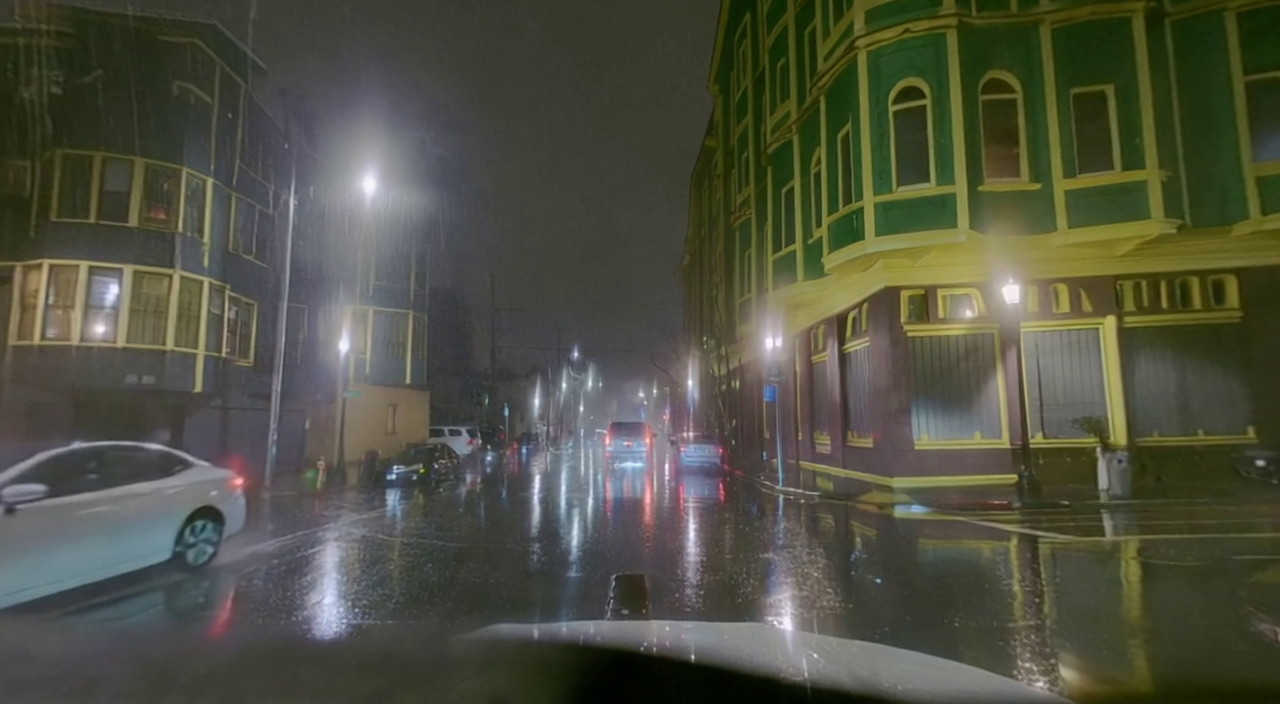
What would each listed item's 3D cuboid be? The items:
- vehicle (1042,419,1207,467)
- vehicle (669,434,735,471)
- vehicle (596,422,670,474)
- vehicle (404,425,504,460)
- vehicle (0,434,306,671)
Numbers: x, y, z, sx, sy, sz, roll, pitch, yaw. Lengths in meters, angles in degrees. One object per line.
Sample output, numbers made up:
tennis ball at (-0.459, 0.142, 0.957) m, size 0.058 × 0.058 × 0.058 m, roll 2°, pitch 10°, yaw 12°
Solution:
vehicle at (15.360, 2.917, 20.142) m, size 3.752 × 1.453 × 1.709 m, roll 0°, pitch -9°, yaw 2°
vehicle at (2.548, 4.298, 27.078) m, size 2.290 × 1.456 × 4.503 m, roll 0°, pitch -8°, yaw -1°
vehicle at (-0.395, 3.834, 25.255) m, size 2.412 × 1.834 × 4.636 m, roll 1°, pitch -9°, yaw -7°
vehicle at (-11.430, 5.592, 38.877) m, size 5.540 × 1.950 × 2.113 m, roll 4°, pitch -12°, yaw -28°
vehicle at (-5.215, 1.475, 5.415) m, size 2.226 × 1.465 × 5.034 m, roll 0°, pitch -9°, yaw -4°
